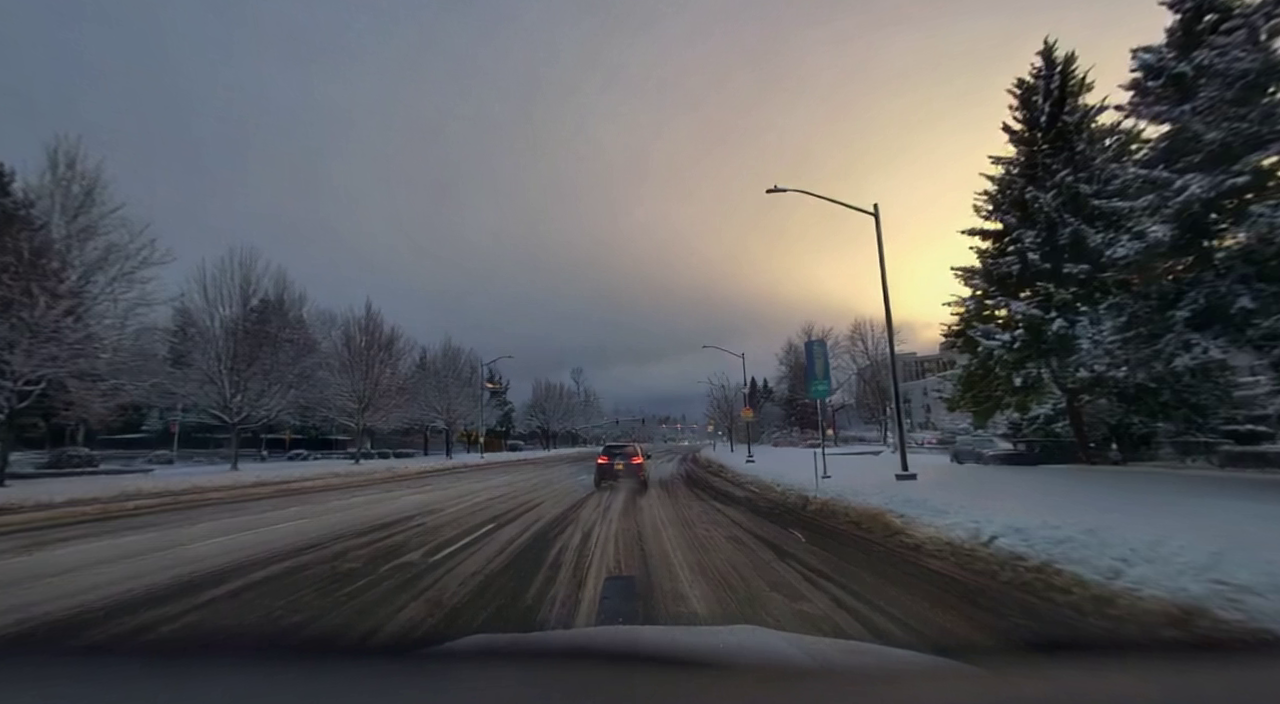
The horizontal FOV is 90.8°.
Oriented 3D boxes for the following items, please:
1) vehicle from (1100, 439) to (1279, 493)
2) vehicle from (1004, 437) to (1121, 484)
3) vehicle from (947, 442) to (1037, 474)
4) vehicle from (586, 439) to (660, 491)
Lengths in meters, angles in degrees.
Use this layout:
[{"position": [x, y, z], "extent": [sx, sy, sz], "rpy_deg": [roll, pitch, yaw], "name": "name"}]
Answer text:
[{"position": [17.420, 3.572, 20.180], "extent": [1.774, 1.480, 4.757], "rpy_deg": [0, -9, -1], "name": "vehicle"}, {"position": [17.420, 4.434, 26.355], "extent": [1.942, 1.690, 4.453], "rpy_deg": [-3, -8, 4], "name": "vehicle"}, {"position": [17.512, 5.294, 31.738], "extent": [1.857, 1.441, 4.721], "rpy_deg": [0, -9, 1], "name": "vehicle"}, {"position": [-0.450, 3.571, 20.334], "extent": [2.133, 1.481, 4.276], "rpy_deg": [0, -9, 1], "name": "vehicle"}]
